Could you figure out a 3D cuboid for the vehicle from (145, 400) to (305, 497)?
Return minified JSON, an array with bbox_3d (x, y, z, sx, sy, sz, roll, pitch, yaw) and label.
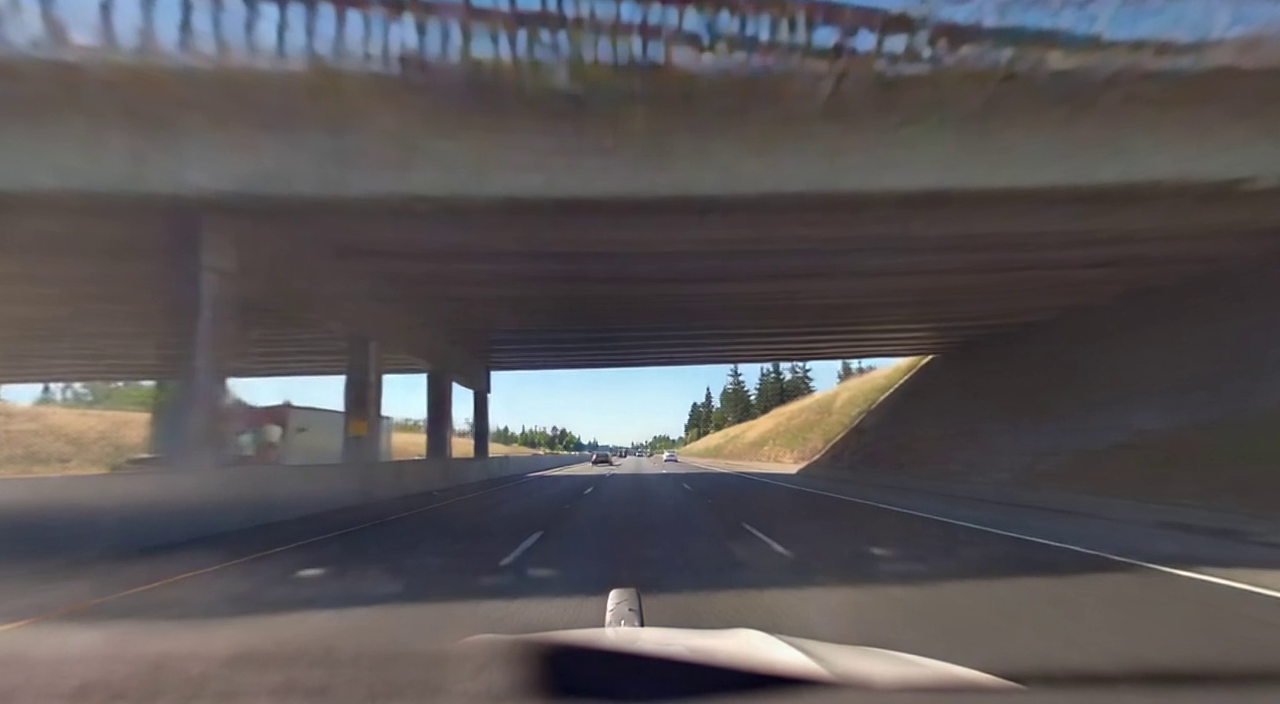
[{"bbox_3d":[-18.759,4.448,29.155,2.964,3.943,6.327,0,-9,-1],"label":"vehicle"}]
